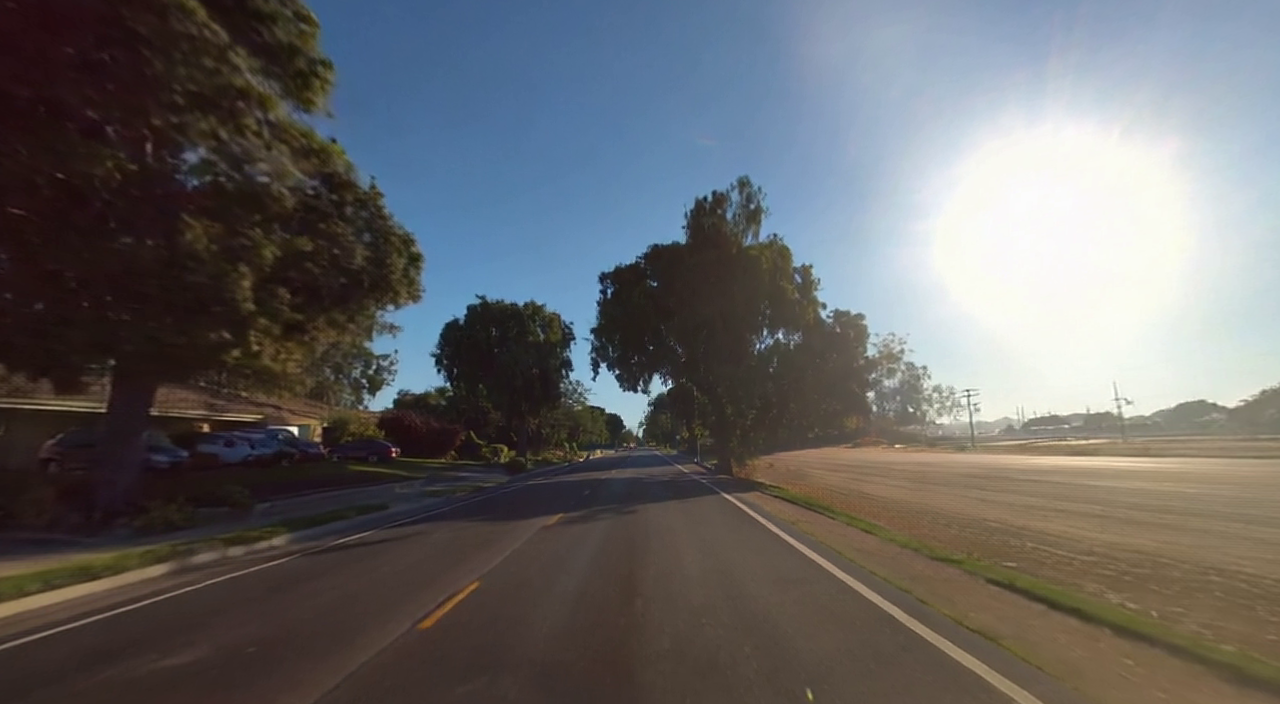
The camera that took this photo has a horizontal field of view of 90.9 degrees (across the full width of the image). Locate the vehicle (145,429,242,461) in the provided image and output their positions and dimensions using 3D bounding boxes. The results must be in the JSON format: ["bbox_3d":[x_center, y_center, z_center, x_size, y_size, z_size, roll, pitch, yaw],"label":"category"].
[{"bbox_3d":[-25.993,5.424,36.772,4.237,1.701,1.881,-2,-9,1],"label":"vehicle"}]

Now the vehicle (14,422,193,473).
[{"bbox_3d":[-20.230,3.618,23.989,4.640,1.765,2.242,0,-9,-4],"label":"vehicle"}]

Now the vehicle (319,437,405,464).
[{"bbox_3d":[-18.674,6.633,42.542,5.008,1.619,2.102,1,-8,-15],"label":"vehicle"}]

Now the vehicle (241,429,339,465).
[{"bbox_3d":[-20.062,5.431,36.246,4.511,1.876,2.044,0,-8,10],"label":"vehicle"}]
